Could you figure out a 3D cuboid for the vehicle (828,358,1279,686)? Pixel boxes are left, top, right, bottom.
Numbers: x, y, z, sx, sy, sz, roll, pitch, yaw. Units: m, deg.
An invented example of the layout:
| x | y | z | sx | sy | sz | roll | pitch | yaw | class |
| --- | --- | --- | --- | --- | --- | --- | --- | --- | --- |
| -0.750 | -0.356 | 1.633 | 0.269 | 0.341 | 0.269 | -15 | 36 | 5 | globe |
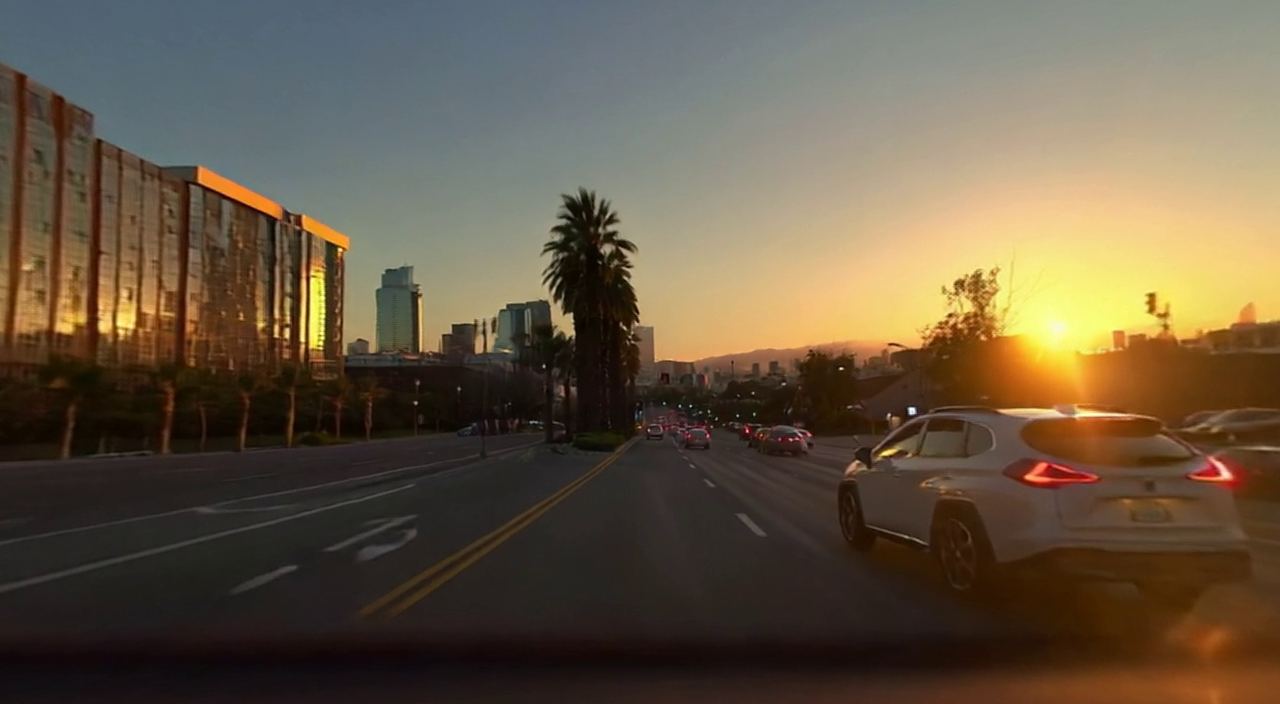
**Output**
| x | y | z | sx | sy | sz | roll | pitch | yaw | class |
| --- | --- | --- | --- | --- | --- | --- | --- | --- | --- |
| 3.621 | 1.280 | 5.906 | 2.219 | 1.795 | 4.718 | 0 | -9 | 0 | vehicle |
